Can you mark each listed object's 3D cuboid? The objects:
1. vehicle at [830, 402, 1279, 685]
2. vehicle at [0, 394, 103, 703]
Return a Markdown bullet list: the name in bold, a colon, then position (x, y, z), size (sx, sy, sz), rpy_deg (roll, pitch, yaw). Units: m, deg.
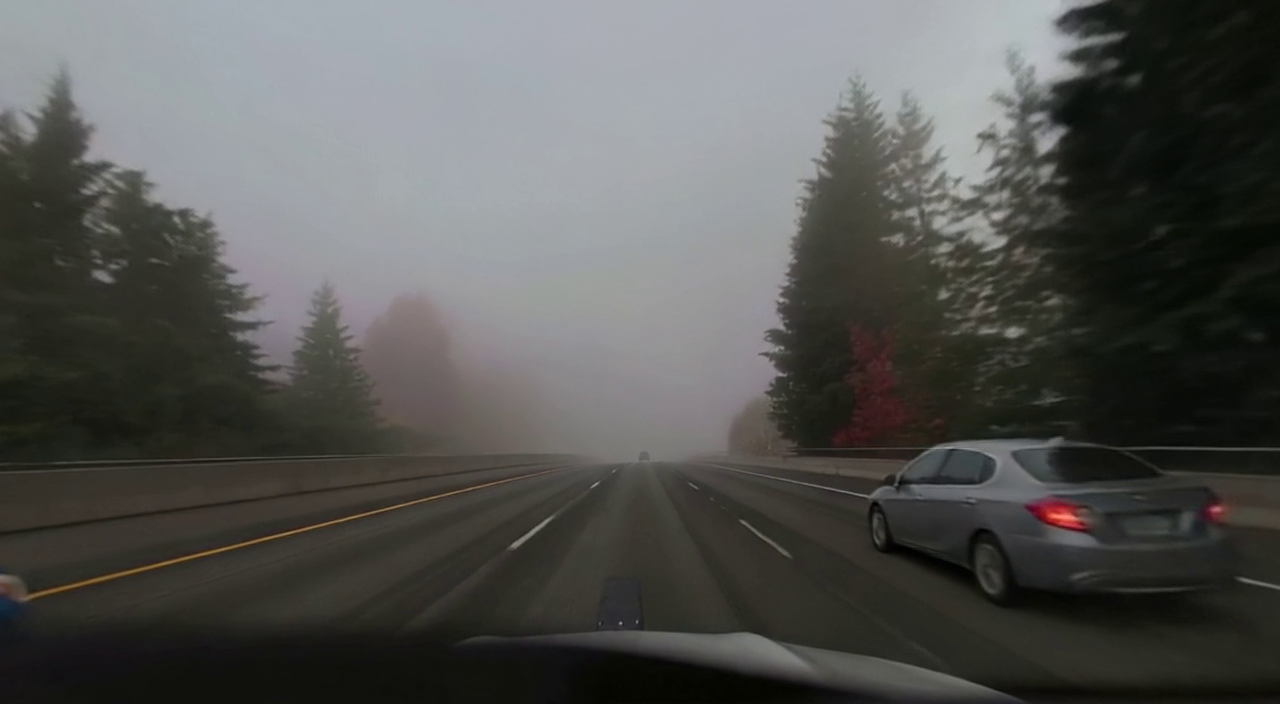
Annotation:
- **vehicle**: position (3.605, 1.424, 5.944), size (2.146, 1.573, 4.661), rpy_deg (0, -8, 0)
- **vehicle**: position (-4.029, 0.727, 1.260), size (2.010, 1.550, 4.376), rpy_deg (0, -9, 0)
